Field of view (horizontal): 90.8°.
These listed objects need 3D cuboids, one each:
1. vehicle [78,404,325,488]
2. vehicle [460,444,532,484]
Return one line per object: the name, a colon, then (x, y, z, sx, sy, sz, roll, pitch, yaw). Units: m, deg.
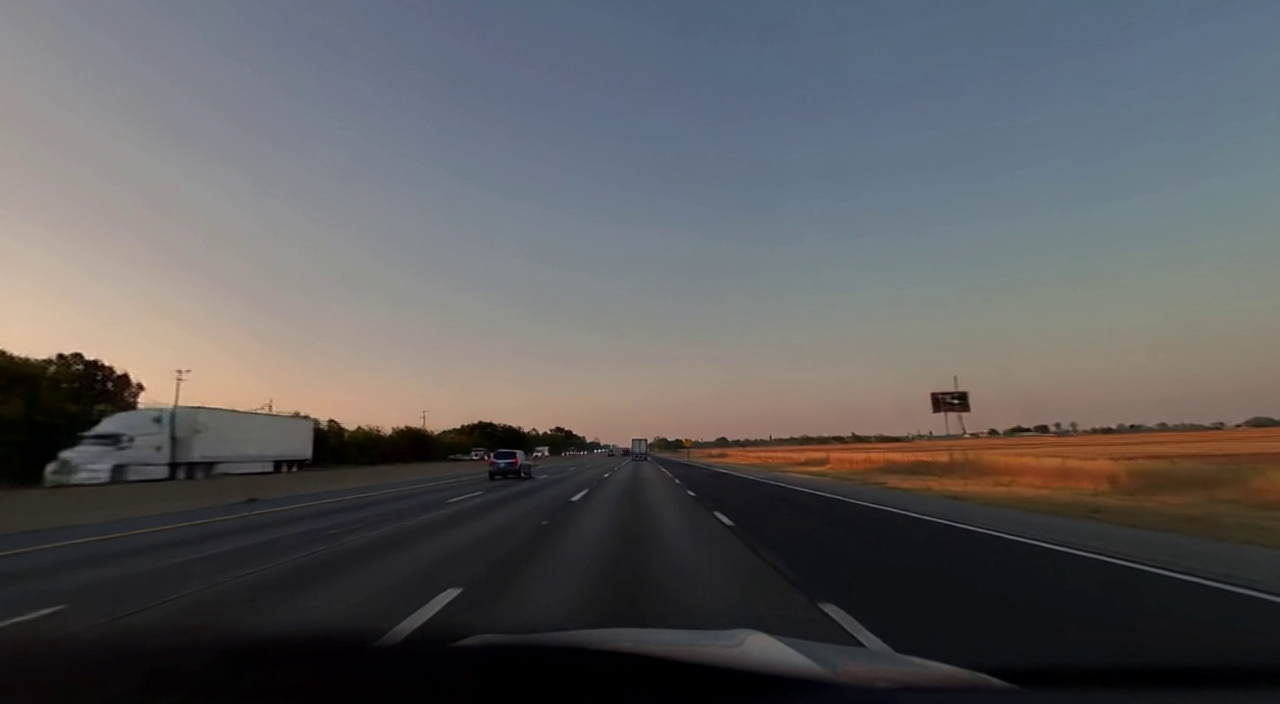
vehicle: (-24.316, 5.648, 37.445, 3.210, 3.820, 16.949, 0, -9, -2)
vehicle: (-6.608, 5.198, 29.614, 2.234, 1.698, 4.634, 0, -9, 1)
